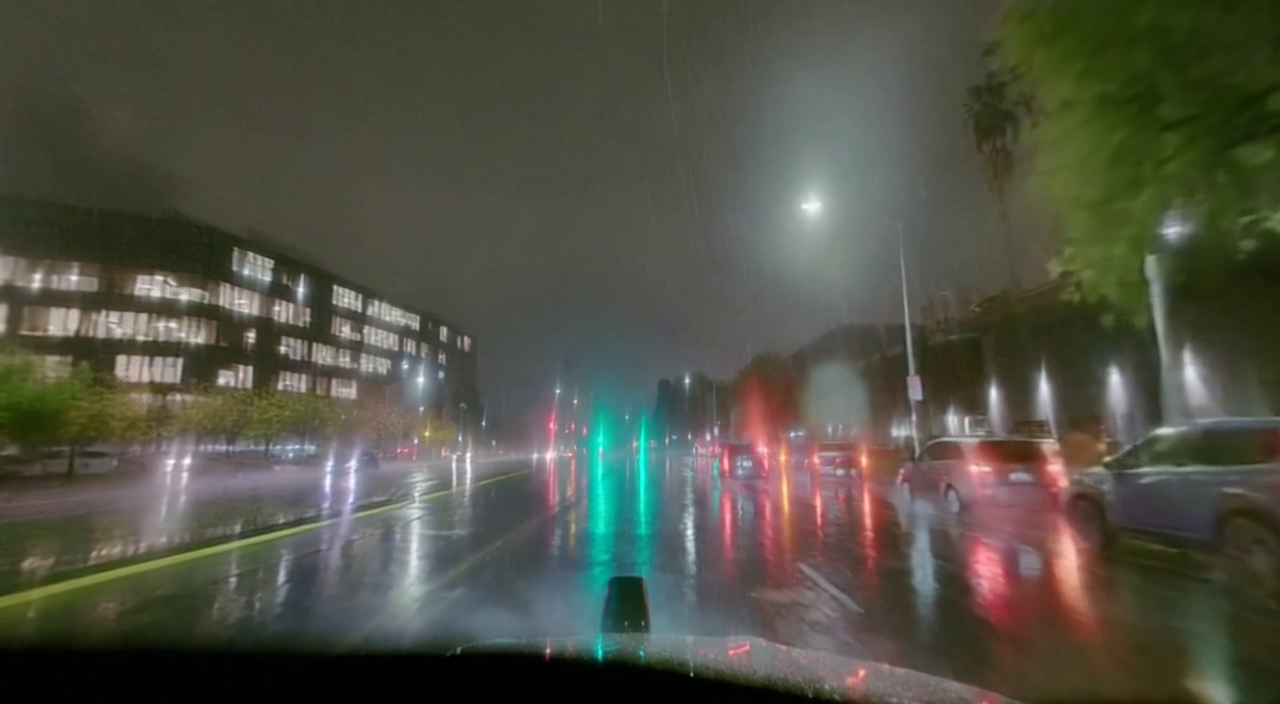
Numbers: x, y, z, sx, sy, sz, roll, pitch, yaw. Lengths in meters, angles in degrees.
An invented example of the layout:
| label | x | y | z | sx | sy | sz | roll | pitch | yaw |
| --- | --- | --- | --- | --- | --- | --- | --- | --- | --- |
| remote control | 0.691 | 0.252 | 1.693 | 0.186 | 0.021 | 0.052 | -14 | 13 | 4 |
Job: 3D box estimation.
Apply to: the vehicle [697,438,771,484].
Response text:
| label | x | y | z | sx | sy | sz | roll | pitch | yaw |
| --- | --- | --- | --- | --- | --- | --- | --- | --- | --- |
| vehicle | 3.285 | 3.924 | 22.942 | 1.990 | 1.486 | 4.431 | 0 | -8 | 0 |

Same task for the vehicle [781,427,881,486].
| label | x | y | z | sx | sy | sz | roll | pitch | yaw |
| --- | --- | --- | --- | --- | --- | --- | --- | --- | --- |
| vehicle | 6.838 | 3.810 | 23.265 | 2.215 | 1.909 | 4.875 | 0 | -8 | 1 |

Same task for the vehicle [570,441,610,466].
| label | x | y | z | sx | sy | sz | roll | pitch | yaw |
| --- | --- | --- | --- | --- | --- | --- | --- | --- | --- |
| vehicle | -3.085 | 6.406 | 39.800 | 2.082 | 1.467 | 4.379 | 0 | -8 | 1 |

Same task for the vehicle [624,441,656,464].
| label | x | y | z | sx | sy | sz | roll | pitch | yaw |
| --- | --- | --- | --- | --- | --- | --- | --- | --- | --- |
| vehicle | 0.038 | 6.895 | 43.217 | 2.101 | 1.480 | 3.929 | -1 | -8 | 2 |

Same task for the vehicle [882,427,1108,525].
| label | x | y | z | sx | sy | sz | roll | pitch | yaw |
| --- | --- | --- | --- | --- | --- | --- | --- | --- | --- |
| vehicle | 6.849 | 2.421 | 12.853 | 2.072 | 1.631 | 4.246 | 0 | -8 | -1 |

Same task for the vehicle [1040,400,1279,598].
| label | x | y | z | sx | sy | sz | roll | pitch | yaw |
| --- | --- | --- | --- | --- | --- | --- | --- | --- | --- |
| vehicle | 6.763 | 1.451 | 6.563 | 2.023 | 1.758 | 4.795 | 0 | -8 | 0 |

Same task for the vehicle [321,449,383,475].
| label | x | y | z | sx | sy | sz | roll | pitch | yaw |
| --- | --- | --- | --- | --- | --- | --- | --- | --- | --- |
| vehicle | -18.693 | 7.142 | 41.157 | 1.864 | 1.458 | 4.598 | -4 | -8 | 1 |
